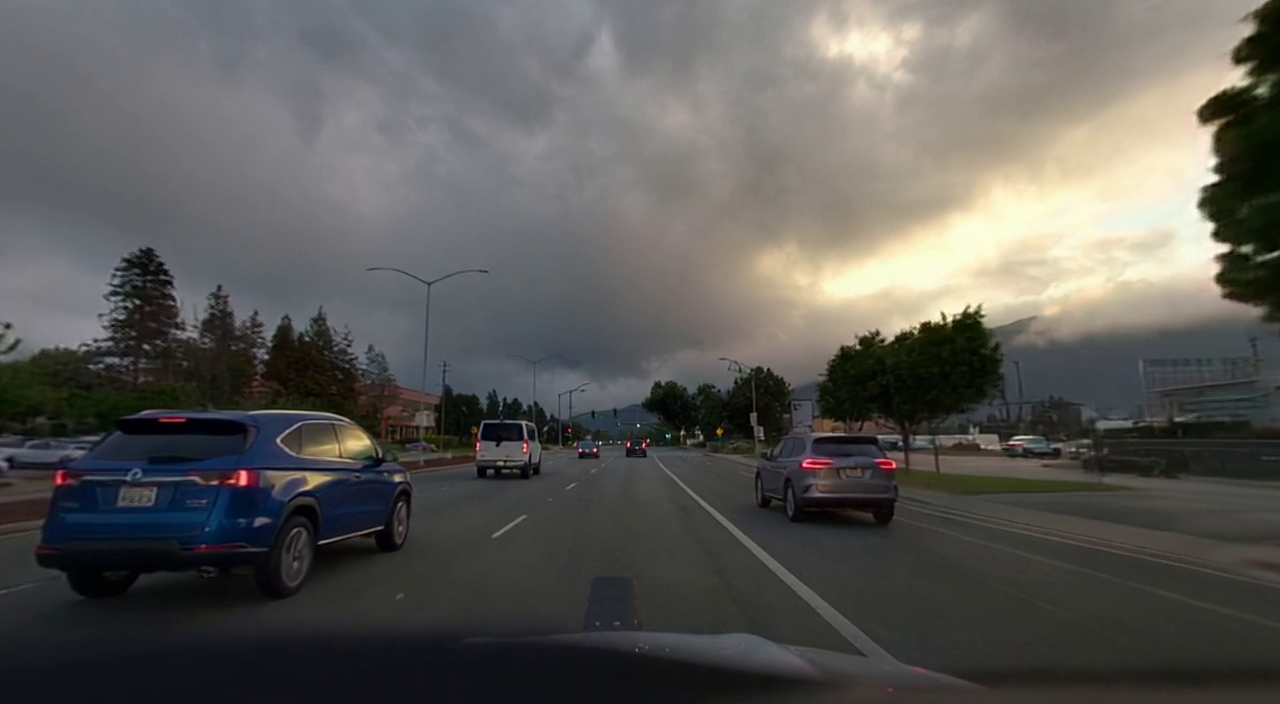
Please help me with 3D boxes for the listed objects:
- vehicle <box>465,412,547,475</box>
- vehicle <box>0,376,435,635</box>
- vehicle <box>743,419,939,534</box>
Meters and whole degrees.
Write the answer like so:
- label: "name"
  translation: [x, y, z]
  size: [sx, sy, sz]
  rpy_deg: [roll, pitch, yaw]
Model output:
- label: "vehicle"
  translation: [-6.089, 4.336, 29.688]
  size: [2.863, 2.592, 6.410]
  rpy_deg: [1, -9, -4]
- label: "vehicle"
  translation: [-3.887, 1.359, 6.498]
  size: [2.038, 1.748, 4.303]
  rpy_deg: [0, -9, 0]
- label: "vehicle"
  translation: [3.582, 2.341, 12.434]
  size: [2.167, 1.792, 4.835]
  rpy_deg: [1, -9, -1]
